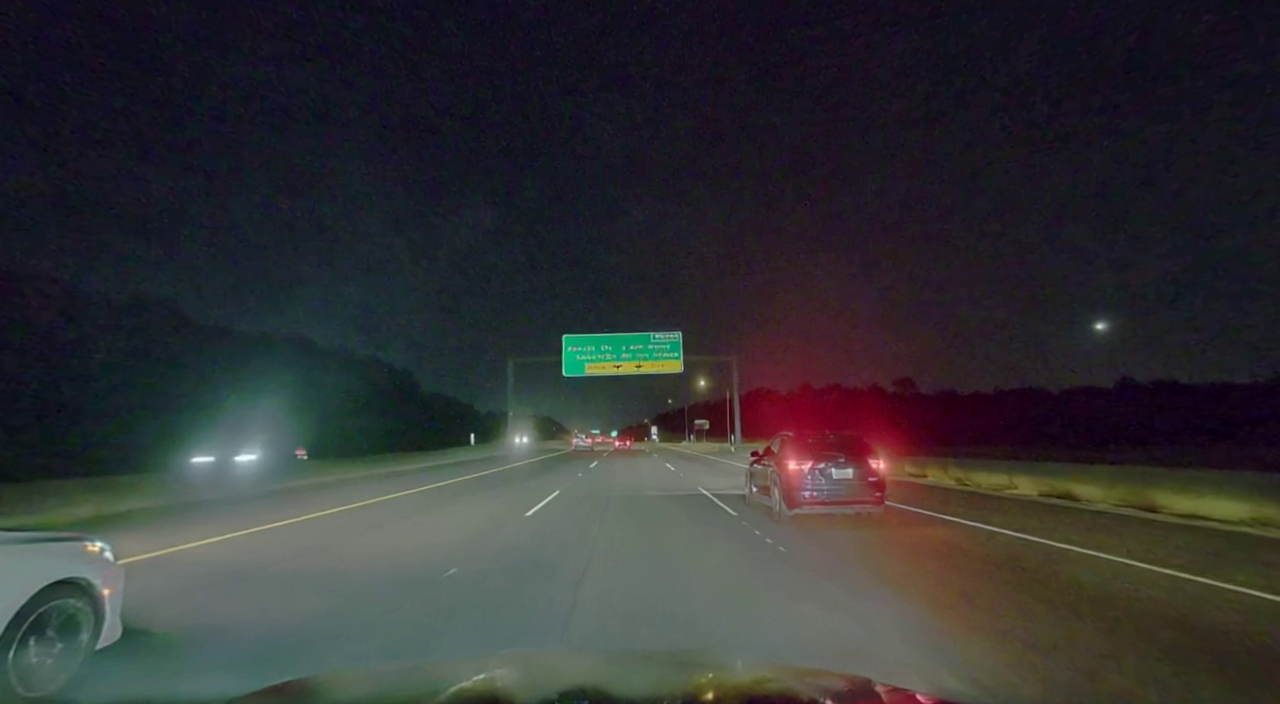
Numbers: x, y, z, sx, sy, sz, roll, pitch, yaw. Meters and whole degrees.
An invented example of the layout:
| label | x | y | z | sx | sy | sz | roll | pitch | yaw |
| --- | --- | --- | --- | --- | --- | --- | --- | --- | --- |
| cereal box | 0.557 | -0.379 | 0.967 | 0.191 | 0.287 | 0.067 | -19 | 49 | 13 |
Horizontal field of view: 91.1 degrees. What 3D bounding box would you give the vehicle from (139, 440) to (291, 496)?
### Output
| label | x | y | z | sx | sy | sz | roll | pitch | yaw |
| --- | --- | --- | --- | --- | --- | --- | --- | --- | --- |
| vehicle | -12.970 | 3.510 | 19.576 | 1.838 | 1.523 | 4.224 | 0 | -8 | -1 |
